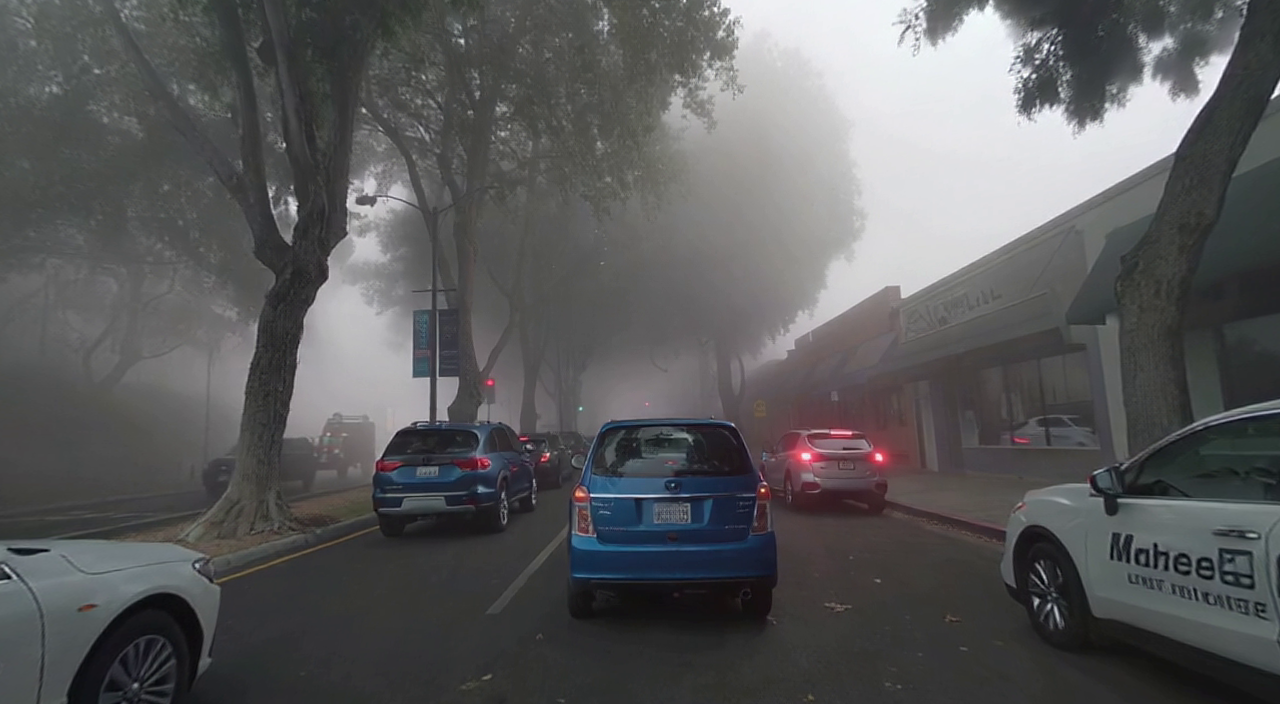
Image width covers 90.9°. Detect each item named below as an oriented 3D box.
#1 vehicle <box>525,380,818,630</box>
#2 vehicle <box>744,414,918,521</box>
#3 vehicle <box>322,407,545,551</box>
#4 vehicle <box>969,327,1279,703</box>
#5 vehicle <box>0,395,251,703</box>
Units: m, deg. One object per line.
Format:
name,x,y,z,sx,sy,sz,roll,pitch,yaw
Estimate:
vehicle,0.212,1.378,6.564,2.075,1.770,4.018,0,-8,0
vehicle,4.018,2.552,14.530,2.038,1.865,5.786,3,-9,-2
vehicle,-2.951,1.937,10.289,2.135,1.806,4.514,0,-8,-1
vehicle,4.047,0.912,3.270,1.987,1.877,5.330,3,-8,2
vehicle,-2.896,0.736,0.972,1.908,1.474,4.257,0,-8,-1
